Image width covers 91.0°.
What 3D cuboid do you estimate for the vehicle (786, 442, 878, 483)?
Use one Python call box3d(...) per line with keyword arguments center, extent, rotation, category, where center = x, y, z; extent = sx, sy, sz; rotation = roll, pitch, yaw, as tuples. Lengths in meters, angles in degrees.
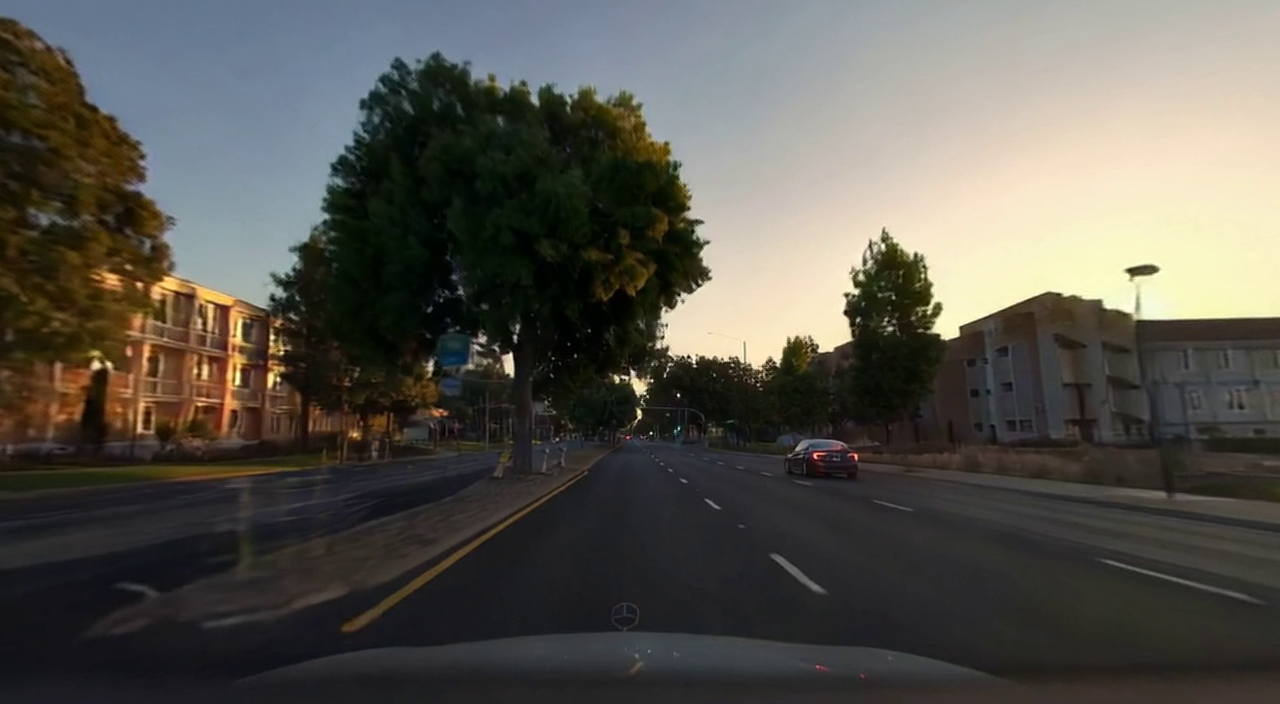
box3d(center=(7.221, 4.193, 24.240), extent=(2.054, 1.421, 4.487), rotation=(0, -9, -1), category="vehicle")
